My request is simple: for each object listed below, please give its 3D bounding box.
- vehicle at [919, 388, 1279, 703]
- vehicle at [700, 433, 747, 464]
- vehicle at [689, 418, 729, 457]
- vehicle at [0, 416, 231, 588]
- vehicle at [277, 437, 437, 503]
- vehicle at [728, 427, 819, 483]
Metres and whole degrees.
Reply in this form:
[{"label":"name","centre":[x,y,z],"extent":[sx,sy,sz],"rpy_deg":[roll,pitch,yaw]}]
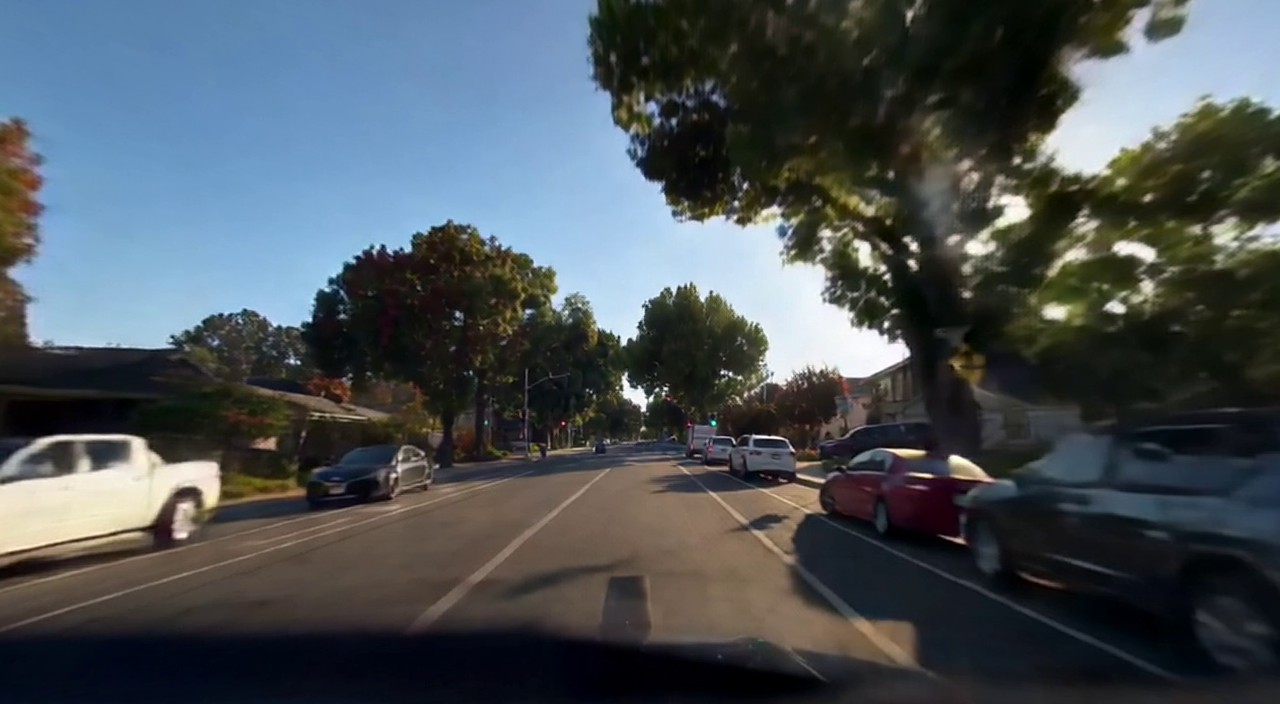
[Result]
[{"label":"vehicle","centre":[4.413,1.296,5.007],"extent":[2.118,1.701,5.067],"rpy_deg":[0,-8,1]},{"label":"vehicle","centre":[4.913,5.784,37.797],"extent":[2.202,1.712,4.813],"rpy_deg":[0,-8,1]},{"label":"vehicle","centre":[5.200,6.586,48.416],"extent":[2.398,2.806,4.857],"rpy_deg":[0,-8,-1]},{"label":"vehicle","centre":[-7.412,1.688,7.537],"extent":[1.985,1.714,4.395],"rpy_deg":[0,-8,1]},{"label":"vehicle","centre":[-7.157,3.012,16.571],"extent":[2.041,1.489,4.439],"rpy_deg":[-1,-8,2]},{"label":"vehicle","centre":[4.749,3.756,23.332],"extent":[2.279,1.829,4.859],"rpy_deg":[0,-8,0]}]
